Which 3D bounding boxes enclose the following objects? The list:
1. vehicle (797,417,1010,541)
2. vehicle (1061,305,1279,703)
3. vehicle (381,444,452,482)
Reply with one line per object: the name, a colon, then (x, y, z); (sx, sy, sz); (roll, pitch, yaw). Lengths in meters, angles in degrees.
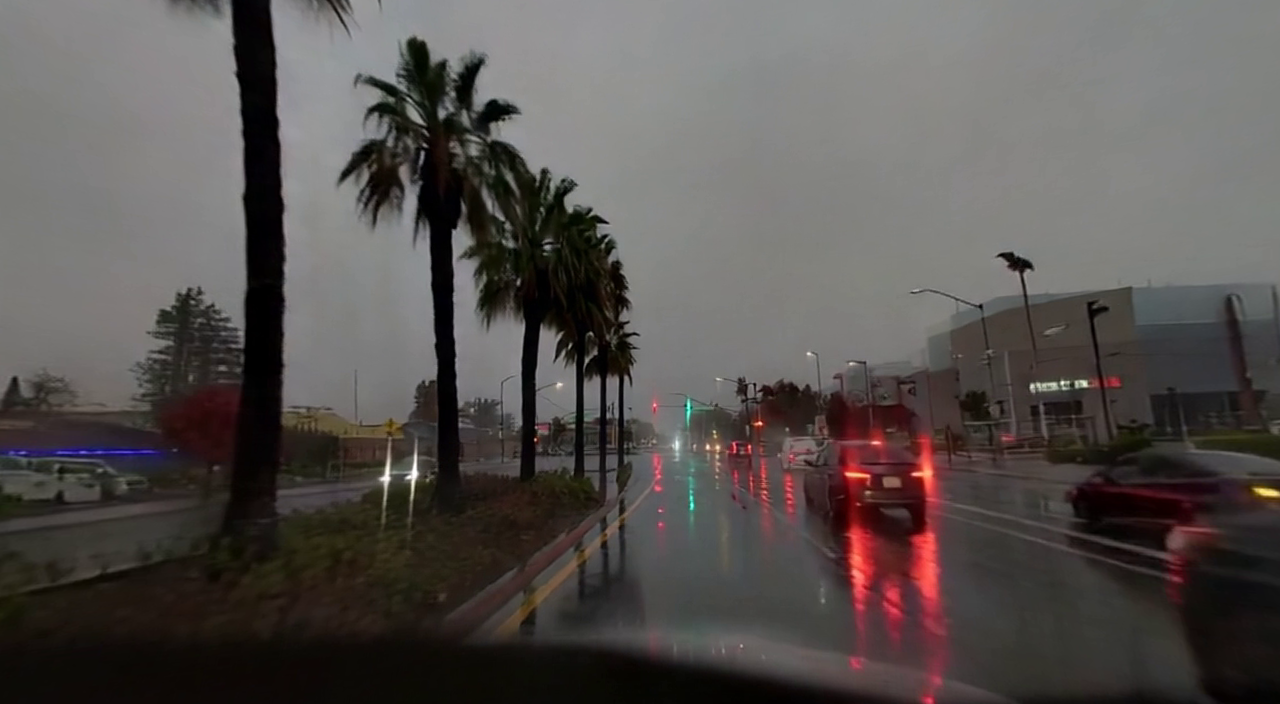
vehicle: (4.347, 2.170, 11.445); (2.061, 1.744, 4.752); (-1, -9, 4)
vehicle: (3.507, 0.551, 1.083); (2.428, 1.816, 4.959); (-1, -9, 5)
vehicle: (-11.443, 5.676, 32.693); (1.979, 1.724, 4.334); (-3, -9, 1)
